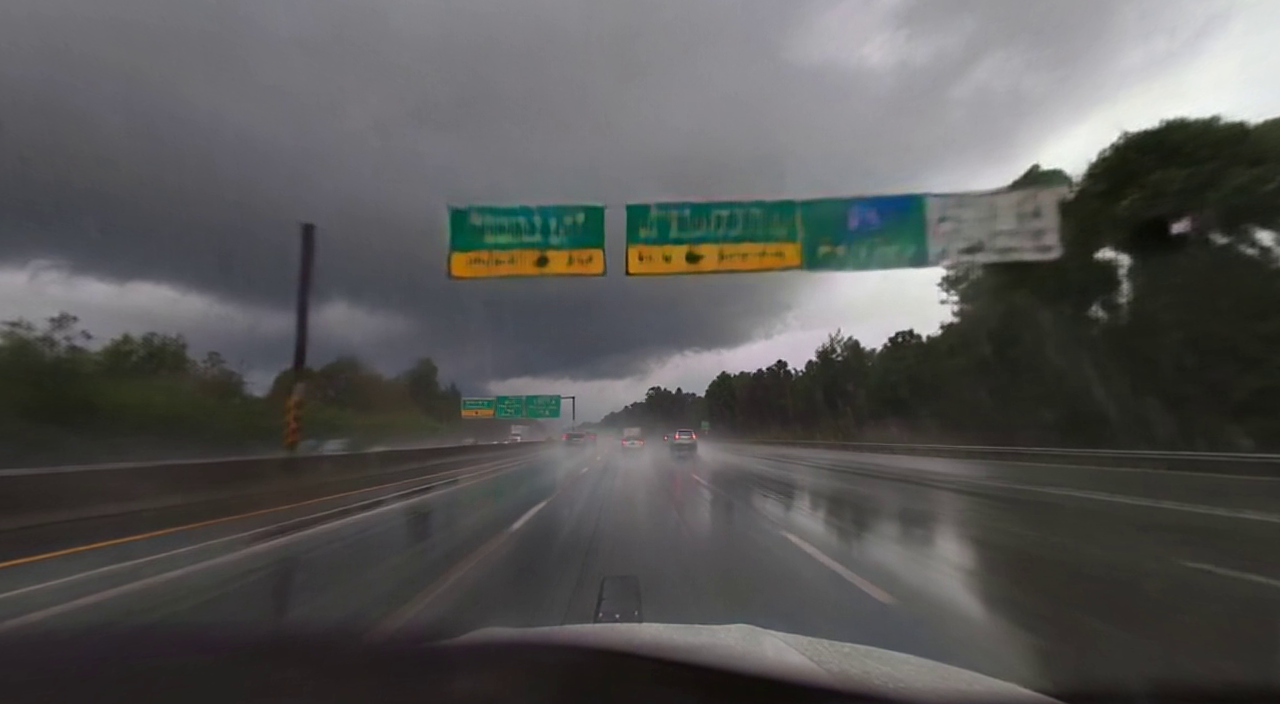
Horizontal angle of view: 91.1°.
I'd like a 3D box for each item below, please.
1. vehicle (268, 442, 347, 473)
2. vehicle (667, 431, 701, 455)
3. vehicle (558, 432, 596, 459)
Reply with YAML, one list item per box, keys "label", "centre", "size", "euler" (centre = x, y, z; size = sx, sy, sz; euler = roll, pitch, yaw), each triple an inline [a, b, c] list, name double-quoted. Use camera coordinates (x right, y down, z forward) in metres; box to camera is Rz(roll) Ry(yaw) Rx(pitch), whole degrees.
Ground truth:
- label: "vehicle"
  centre: [-17.499, 5.529, 33.320]
  size: [1.886, 1.512, 4.244]
  euler: [0, -8, -1]
- label: "vehicle"
  centre: [3.183, 6.696, 46.230]
  size: [2.066, 1.673, 4.225]
  euler: [0, -8, -2]
- label: "vehicle"
  centre: [-3.956, 5.907, 39.825]
  size: [2.119, 1.629, 3.946]
  euler: [0, -8, -2]
